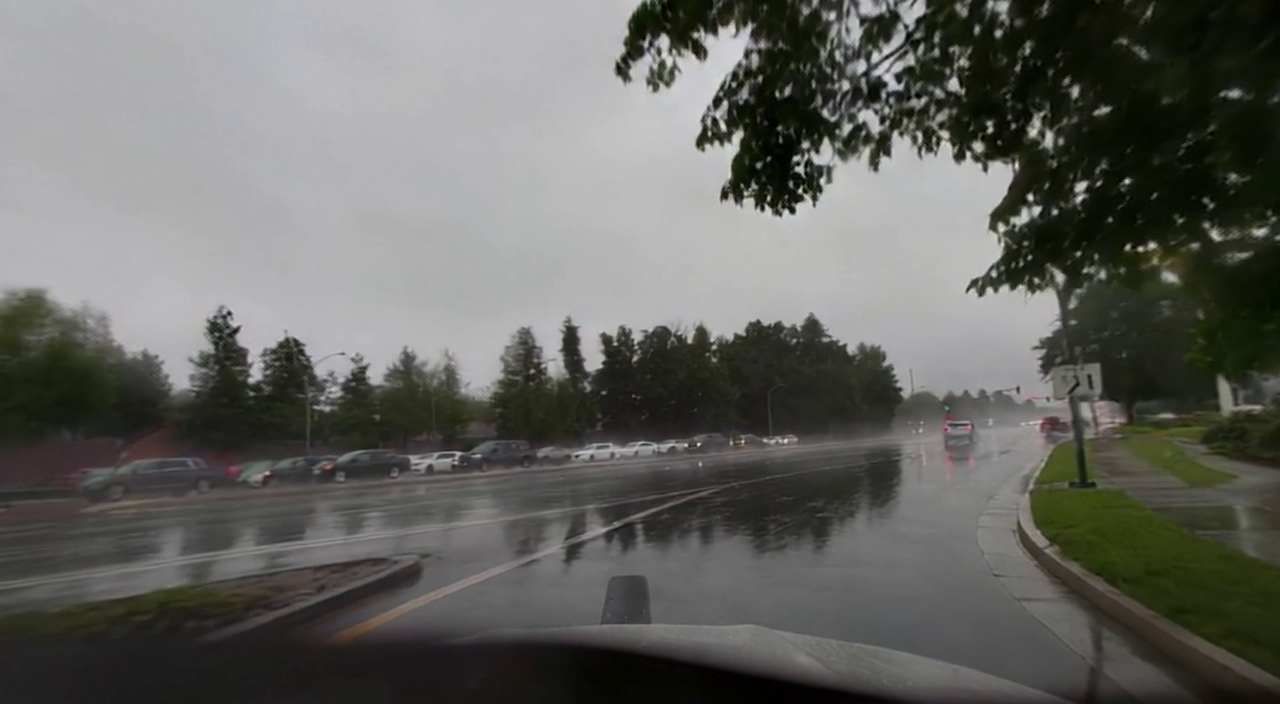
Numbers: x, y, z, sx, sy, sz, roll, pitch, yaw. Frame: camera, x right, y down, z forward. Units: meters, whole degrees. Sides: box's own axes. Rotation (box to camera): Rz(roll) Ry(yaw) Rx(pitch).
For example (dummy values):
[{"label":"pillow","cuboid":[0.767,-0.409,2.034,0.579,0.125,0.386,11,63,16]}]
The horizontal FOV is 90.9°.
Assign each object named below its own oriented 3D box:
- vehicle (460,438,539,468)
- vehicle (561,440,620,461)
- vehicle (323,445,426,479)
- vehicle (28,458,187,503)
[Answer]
[{"label":"vehicle","cuboid":[-8.846,6.378,39.917,1.969,1.758,4.662,-7,-11,37]},{"label":"vehicle","cuboid":[-3.582,7.210,46.179,1.832,1.473,4.377,-7,-11,39]},{"label":"vehicle","cuboid":[-13.952,5.786,33.350,1.876,1.642,4.600,-7,-11,37]},{"label":"vehicle","cuboid":[-20.907,5.001,24.915,1.777,1.497,4.399,-7,-11,38]}]
